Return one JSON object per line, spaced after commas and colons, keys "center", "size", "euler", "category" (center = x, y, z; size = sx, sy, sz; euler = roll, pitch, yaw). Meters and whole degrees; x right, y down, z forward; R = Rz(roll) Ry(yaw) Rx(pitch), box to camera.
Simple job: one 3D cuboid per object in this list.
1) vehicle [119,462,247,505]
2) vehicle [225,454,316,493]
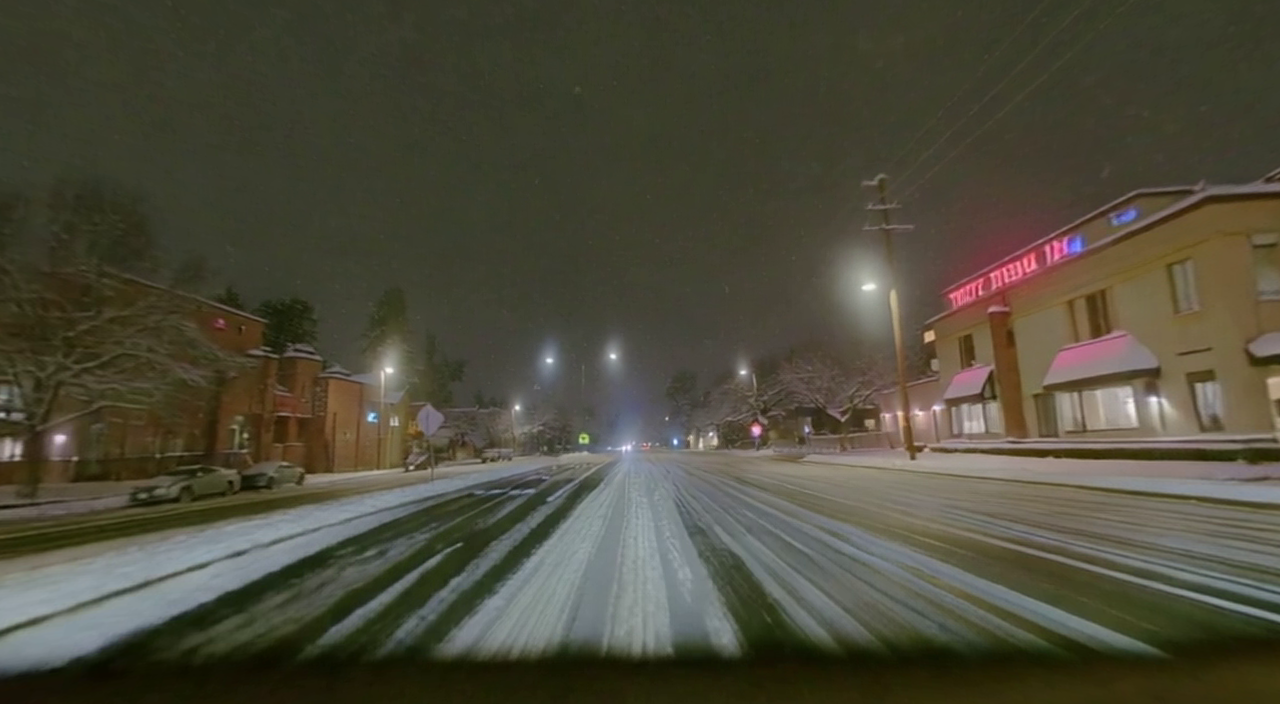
{"center": [-19.079, 5.481, 26.740], "size": [1.925, 1.485, 4.821], "euler": [0, -9, -2], "category": "vehicle"}
{"center": [-19.176, 6.290, 33.079], "size": [1.976, 1.766, 4.677], "euler": [-1, -9, -1], "category": "vehicle"}
